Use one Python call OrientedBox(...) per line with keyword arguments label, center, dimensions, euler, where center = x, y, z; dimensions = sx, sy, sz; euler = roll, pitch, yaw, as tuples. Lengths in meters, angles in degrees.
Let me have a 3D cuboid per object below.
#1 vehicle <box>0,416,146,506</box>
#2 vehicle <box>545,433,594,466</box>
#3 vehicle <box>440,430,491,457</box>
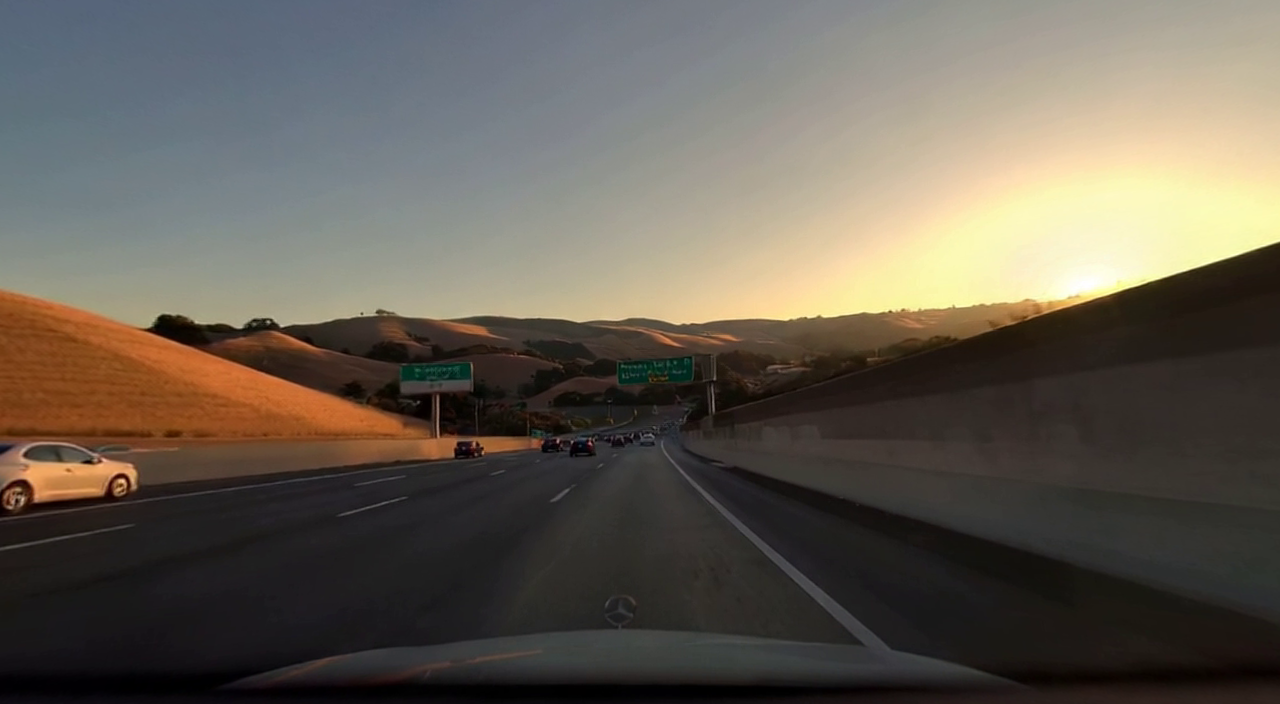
OrientedBox(label="vehicle", center=(-12.706, 2.141, 12.518), dimensions=(2.035, 1.630, 4.527), euler=(0, -8, 1))
OrientedBox(label="vehicle", center=(-3.424, 4.842, 31.405), dimensions=(1.931, 1.492, 4.076), euler=(0, -8, 1))
OrientedBox(label="vehicle", center=(-11.981, 6.365, 43.702), dimensions=(2.076, 1.766, 4.831), euler=(0, -8, 1))
